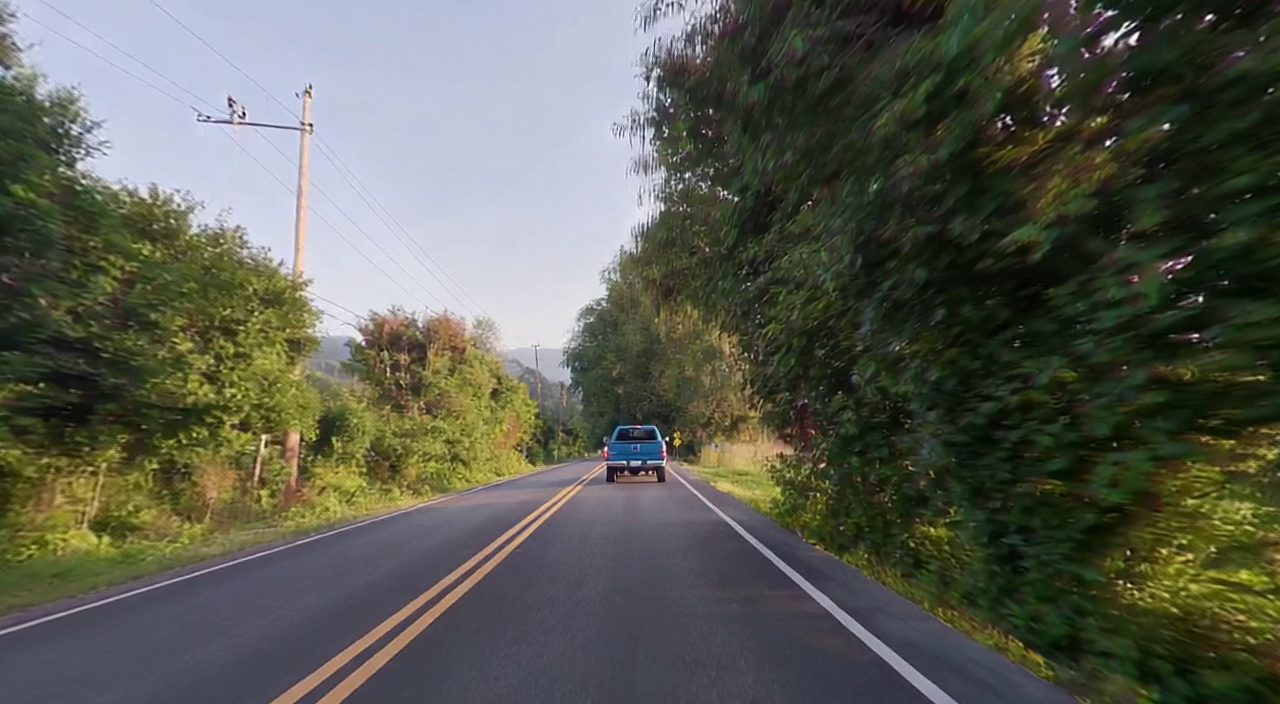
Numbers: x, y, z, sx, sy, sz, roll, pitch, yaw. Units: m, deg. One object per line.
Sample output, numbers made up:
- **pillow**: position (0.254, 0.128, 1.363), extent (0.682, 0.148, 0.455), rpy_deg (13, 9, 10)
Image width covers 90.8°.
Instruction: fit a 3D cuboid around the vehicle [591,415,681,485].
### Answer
- **vehicle**: position (-0.204, 3.856, 25.091), extent (3.021, 2.326, 7.410), rpy_deg (0, -8, -1)
